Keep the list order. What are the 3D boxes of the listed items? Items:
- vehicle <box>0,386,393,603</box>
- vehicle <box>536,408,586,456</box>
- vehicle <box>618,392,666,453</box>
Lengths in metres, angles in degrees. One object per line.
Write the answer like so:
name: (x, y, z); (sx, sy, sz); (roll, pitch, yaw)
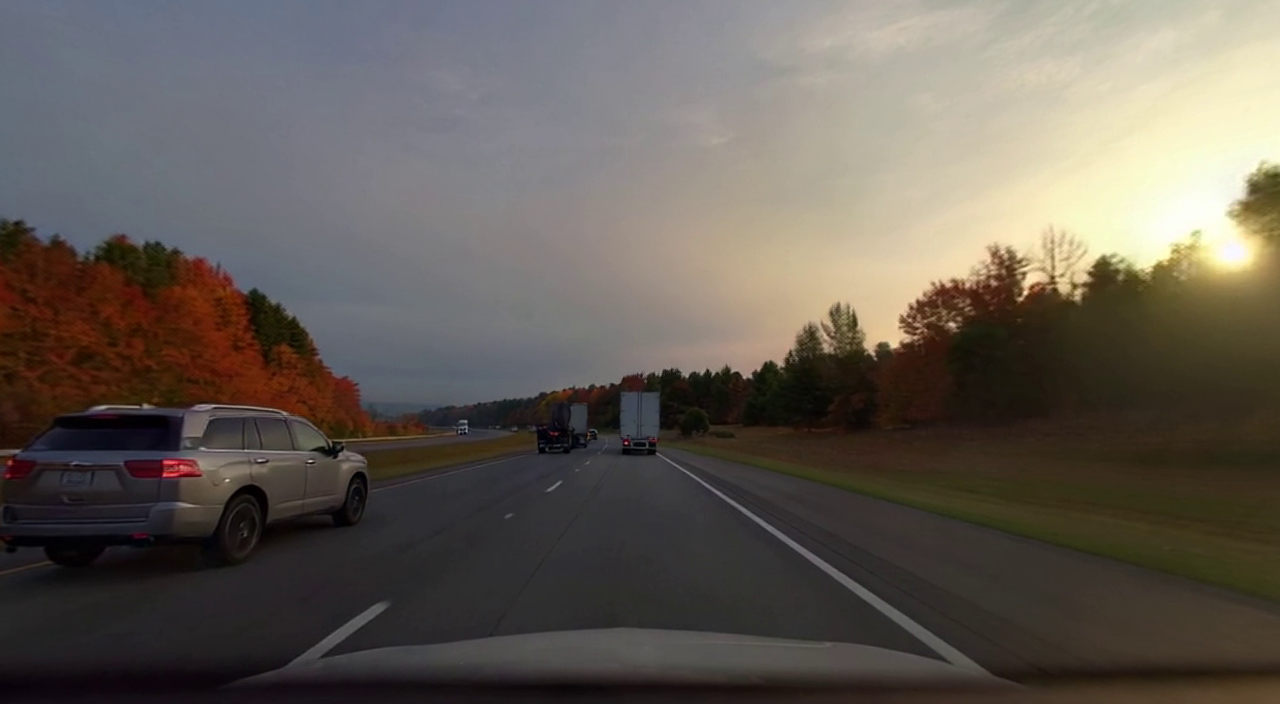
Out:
vehicle: (-4.768, 1.403, 7.181); (2.089, 1.669, 4.515); (0, -8, 0)
vehicle: (-4.852, 5.033, 39.453); (2.383, 2.726, 5.677); (0, -8, 0)
vehicle: (-0.018, 5.163, 45.157); (3.078, 3.955, 8.774); (0, -8, -2)
